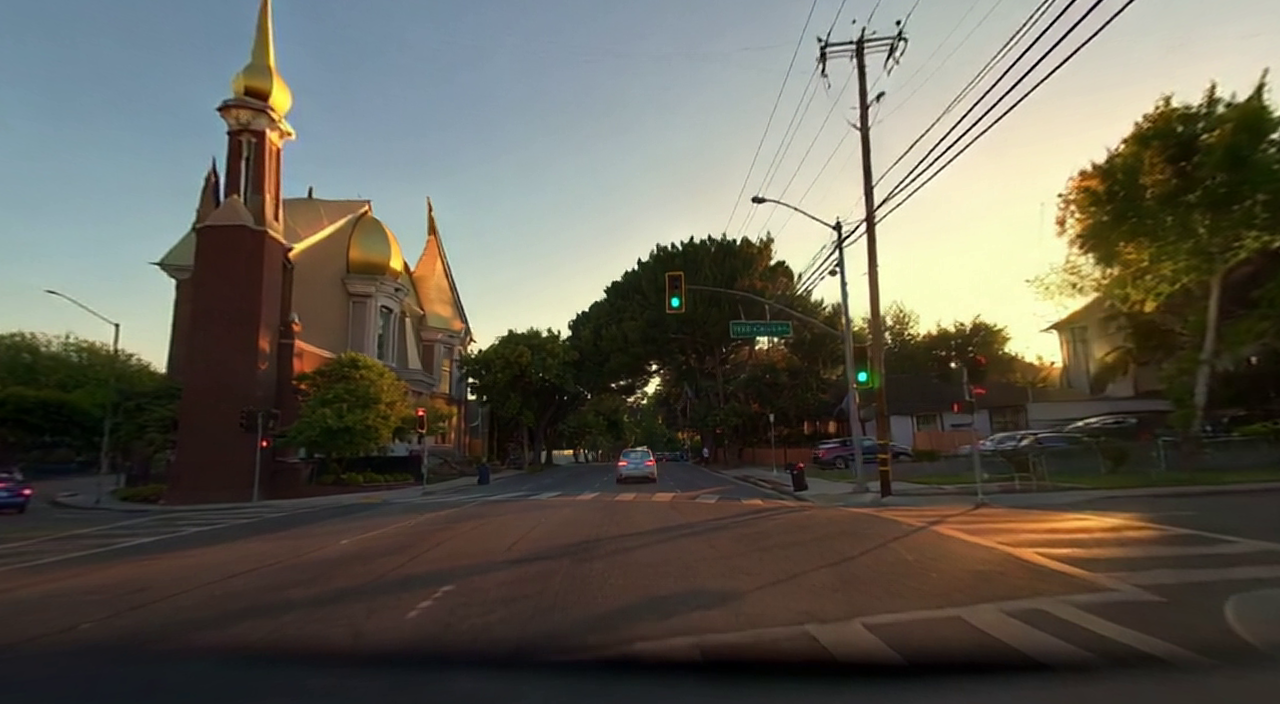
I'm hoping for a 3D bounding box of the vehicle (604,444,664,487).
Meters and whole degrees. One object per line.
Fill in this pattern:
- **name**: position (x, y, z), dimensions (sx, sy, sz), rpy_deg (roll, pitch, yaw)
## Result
- **vehicle**: position (-0.238, 4.296, 24.178), dimensions (2.093, 1.497, 4.010), rpy_deg (0, -9, -1)
